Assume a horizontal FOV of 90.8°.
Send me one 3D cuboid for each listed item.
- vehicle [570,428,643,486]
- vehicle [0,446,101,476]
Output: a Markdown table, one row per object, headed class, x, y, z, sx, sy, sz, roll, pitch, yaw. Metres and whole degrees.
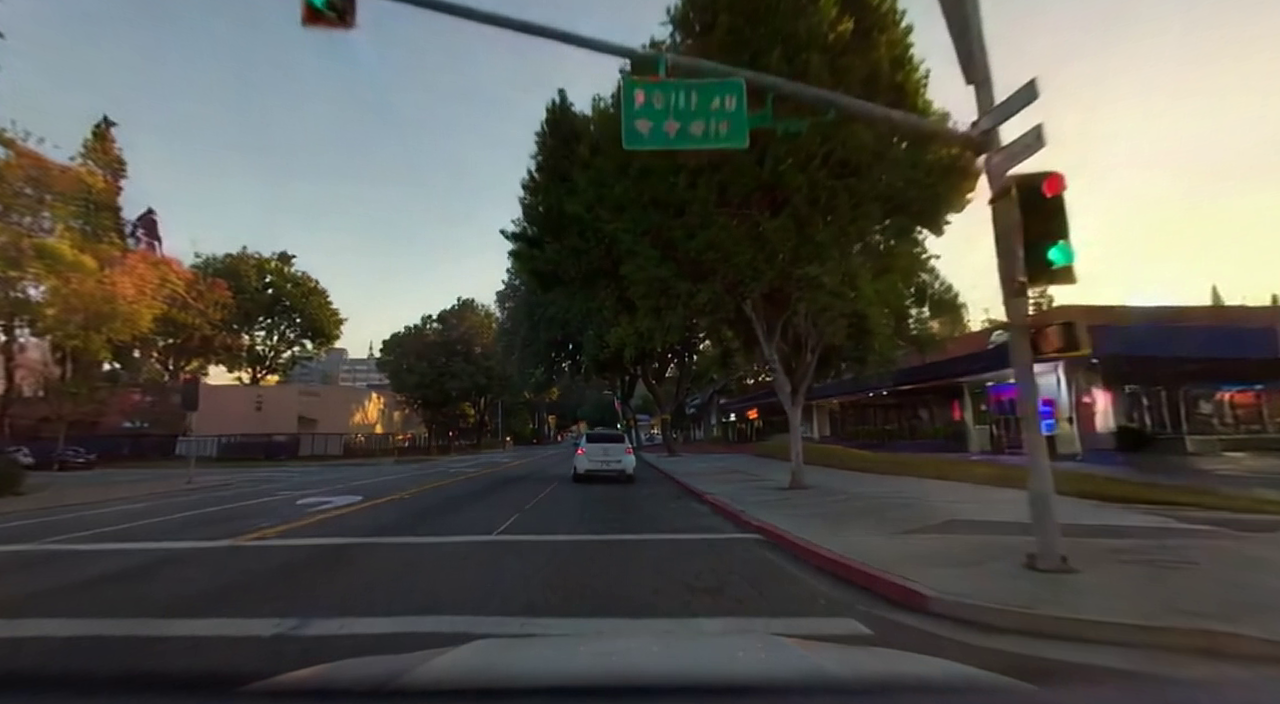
| class | x | y | z | sx | sy | sz | roll | pitch | yaw |
| --- | --- | --- | --- | --- | --- | --- | --- | --- | --- |
| vehicle | -1.106 | 3.488 | 21.298 | 2.227 | 1.733 | 3.930 | 0 | -8 | -3 |
| vehicle | -34.581 | 6.330 | 36.782 | 4.369 | 1.669 | 2.018 | 0 | -8 | -4 |
